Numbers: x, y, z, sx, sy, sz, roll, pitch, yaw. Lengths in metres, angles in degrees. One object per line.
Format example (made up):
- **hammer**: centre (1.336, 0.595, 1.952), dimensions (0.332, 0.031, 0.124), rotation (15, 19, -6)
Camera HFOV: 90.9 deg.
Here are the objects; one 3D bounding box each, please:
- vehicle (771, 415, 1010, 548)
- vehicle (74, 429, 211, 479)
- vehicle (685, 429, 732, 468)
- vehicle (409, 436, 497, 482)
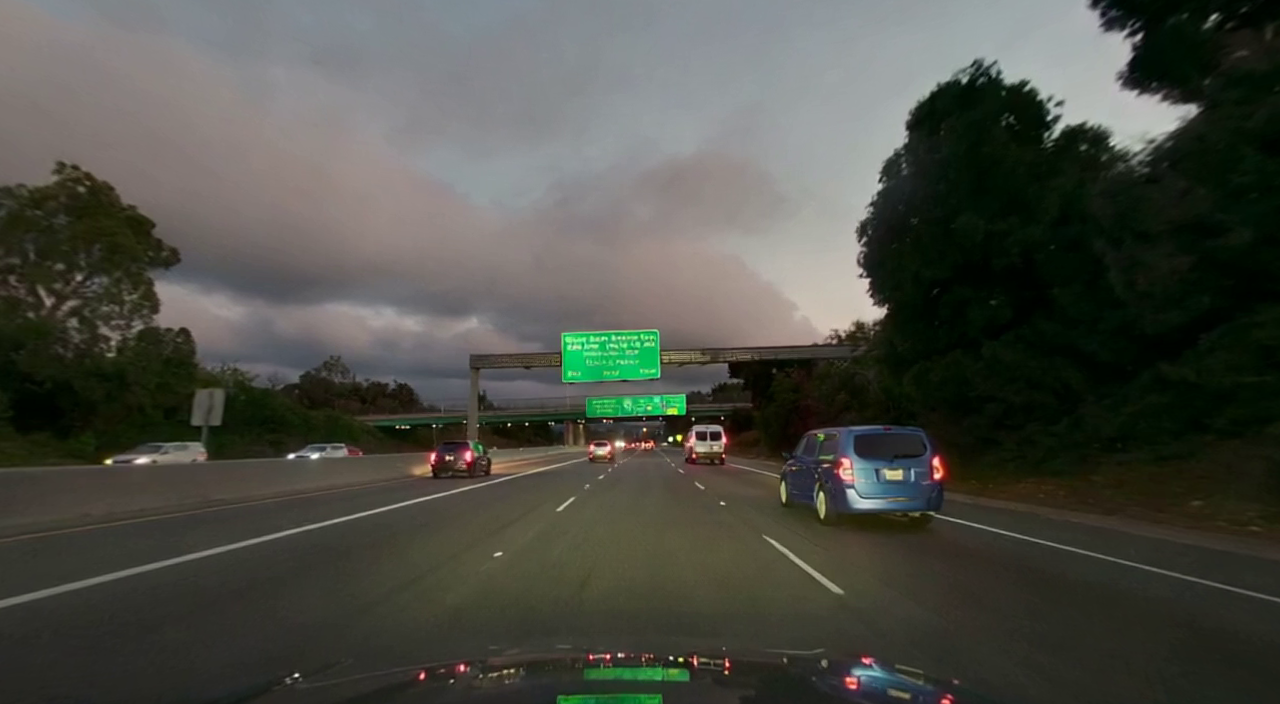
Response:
- **vehicle**: centre (3.724, 2.017, 10.501), dimensions (2.100, 1.690, 4.536), rotation (0, -8, 0)
- **vehicle**: centre (-36.099, 7.436, 46.342), dimensions (2.791, 3.222, 8.831), rotation (0, -8, 0)
- **vehicle**: centre (4.232, 6.095, 39.974), dimensions (2.347, 2.234, 5.352), rotation (0, -8, 0)
- **vehicle**: centre (-7.378, 4.265, 25.448), dimensions (2.068, 1.632, 4.623), rotation (0, -8, 1)
